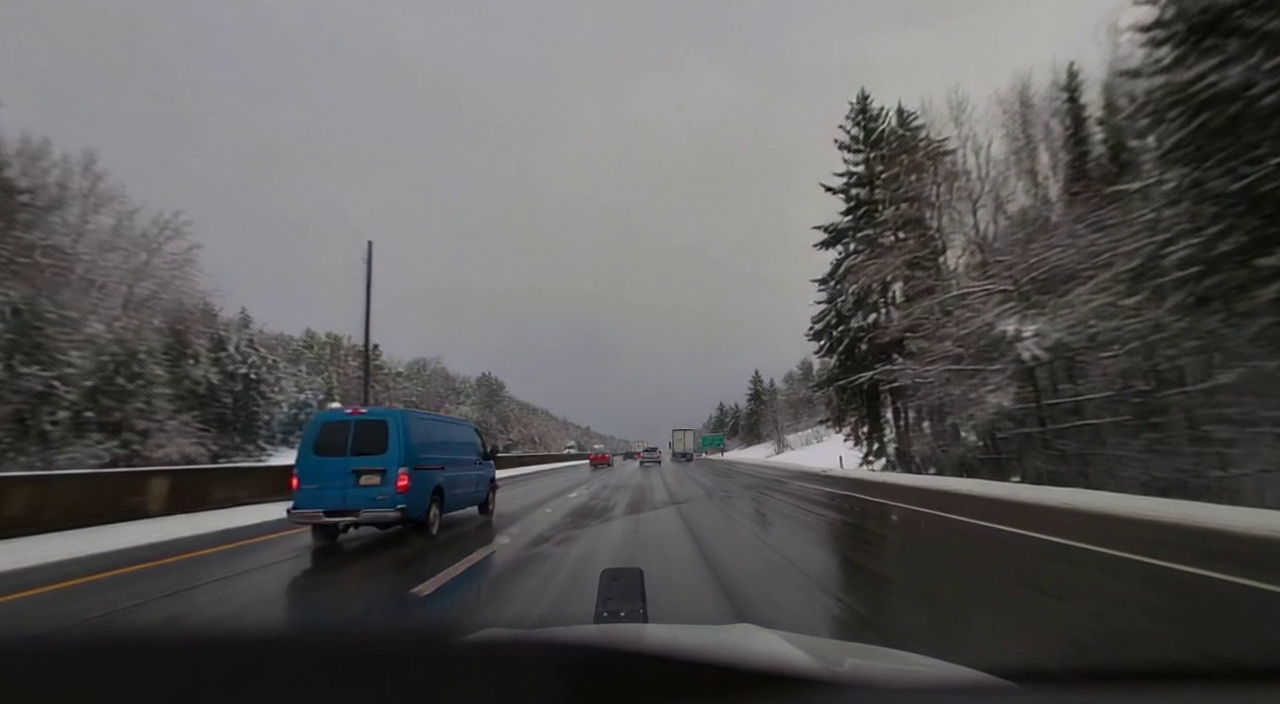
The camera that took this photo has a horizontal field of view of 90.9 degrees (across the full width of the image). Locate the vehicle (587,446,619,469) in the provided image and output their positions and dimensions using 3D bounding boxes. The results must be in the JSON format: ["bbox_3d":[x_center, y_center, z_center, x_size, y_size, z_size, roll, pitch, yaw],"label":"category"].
[{"bbox_3d":[-2.839,8.258,49.568,2.112,1.707,4.530,-1,-9,1],"label":"vehicle"}]

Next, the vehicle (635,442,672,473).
[{"bbox_3d":[0.838,6.703,40.226,2.209,1.825,4.036,-1,-9,1],"label":"vehicle"}]

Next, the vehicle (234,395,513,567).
[{"bbox_3d":[-3.659,1.909,10.023,2.167,1.991,5.062,0,-9,0],"label":"vehicle"}]
